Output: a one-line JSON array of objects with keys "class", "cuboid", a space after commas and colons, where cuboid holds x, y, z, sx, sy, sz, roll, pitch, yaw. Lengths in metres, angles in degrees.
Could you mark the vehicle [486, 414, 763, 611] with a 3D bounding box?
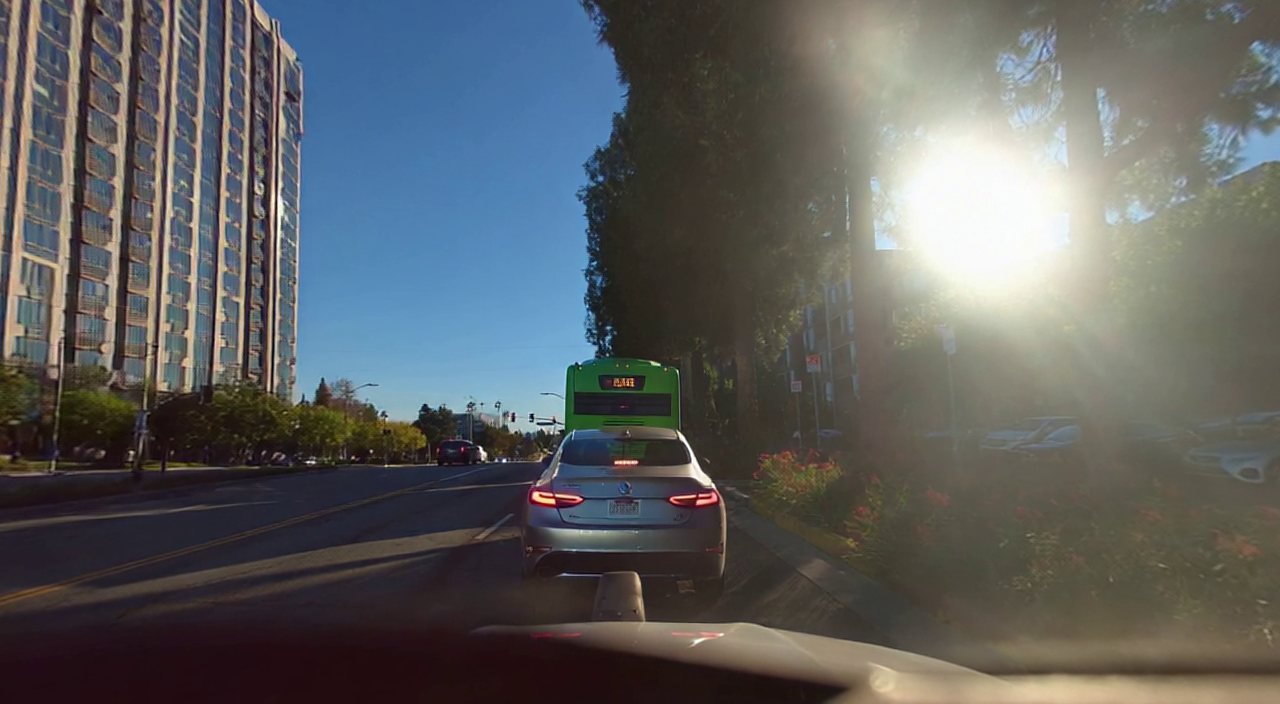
[{"class": "vehicle", "cuboid": [-0.157, 1.463, 6.737, 2.064, 1.452, 3.942, 0, -8, -1]}]
